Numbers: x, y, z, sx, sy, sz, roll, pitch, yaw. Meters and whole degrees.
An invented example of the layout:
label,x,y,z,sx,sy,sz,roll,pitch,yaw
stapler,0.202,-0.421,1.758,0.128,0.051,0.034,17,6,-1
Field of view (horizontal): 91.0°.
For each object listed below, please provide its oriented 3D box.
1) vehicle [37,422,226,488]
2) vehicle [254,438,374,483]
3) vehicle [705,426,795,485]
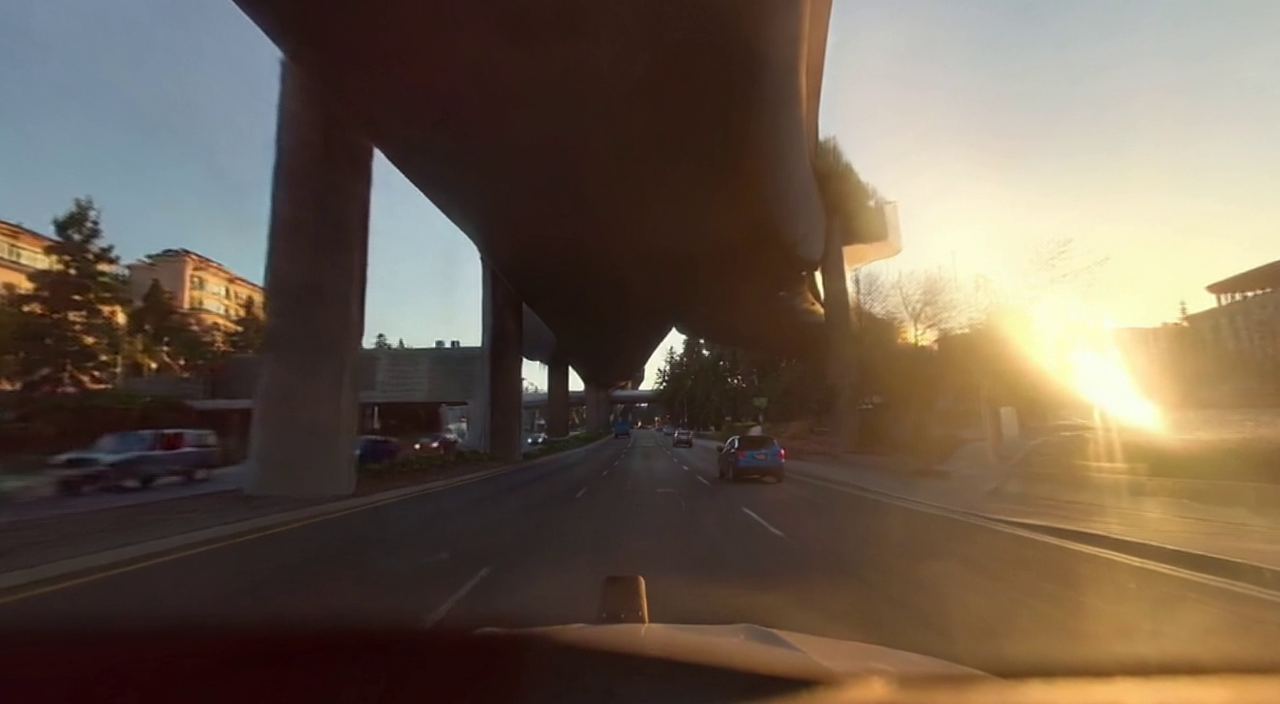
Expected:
label,x,y,z,sx,sy,sz,roll,pitch,yaw
vehicle,-18.872,3.856,23.909,2.375,2.173,5.733,0,-9,0
vehicle,-11.835,3.952,23.298,1.909,1.486,4.590,0,-9,1
vehicle,3.450,3.360,20.722,2.110,1.712,4.489,0,-9,-1
